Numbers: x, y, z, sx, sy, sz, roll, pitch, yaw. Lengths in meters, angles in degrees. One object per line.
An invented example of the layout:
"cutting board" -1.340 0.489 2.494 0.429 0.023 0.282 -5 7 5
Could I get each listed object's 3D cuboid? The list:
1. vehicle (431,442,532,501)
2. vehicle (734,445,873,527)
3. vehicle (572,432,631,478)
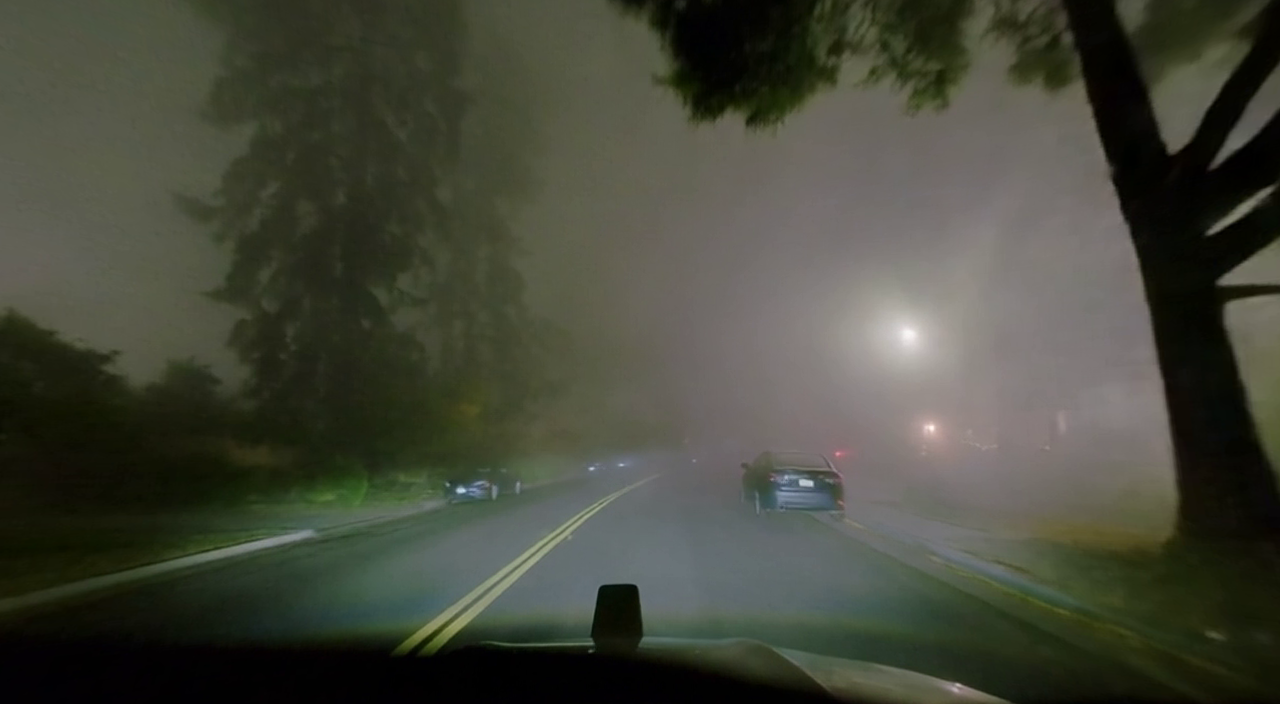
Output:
"vehicle" -5.046 4.033 20.775 2.005 1.557 4.172 -3 -15 3
"vehicle" 3.289 2.764 13.644 1.972 1.460 4.137 -1 -9 1
"vehicle" -2.367 6.759 40.642 2.334 2.126 6.444 -6 -16 8
